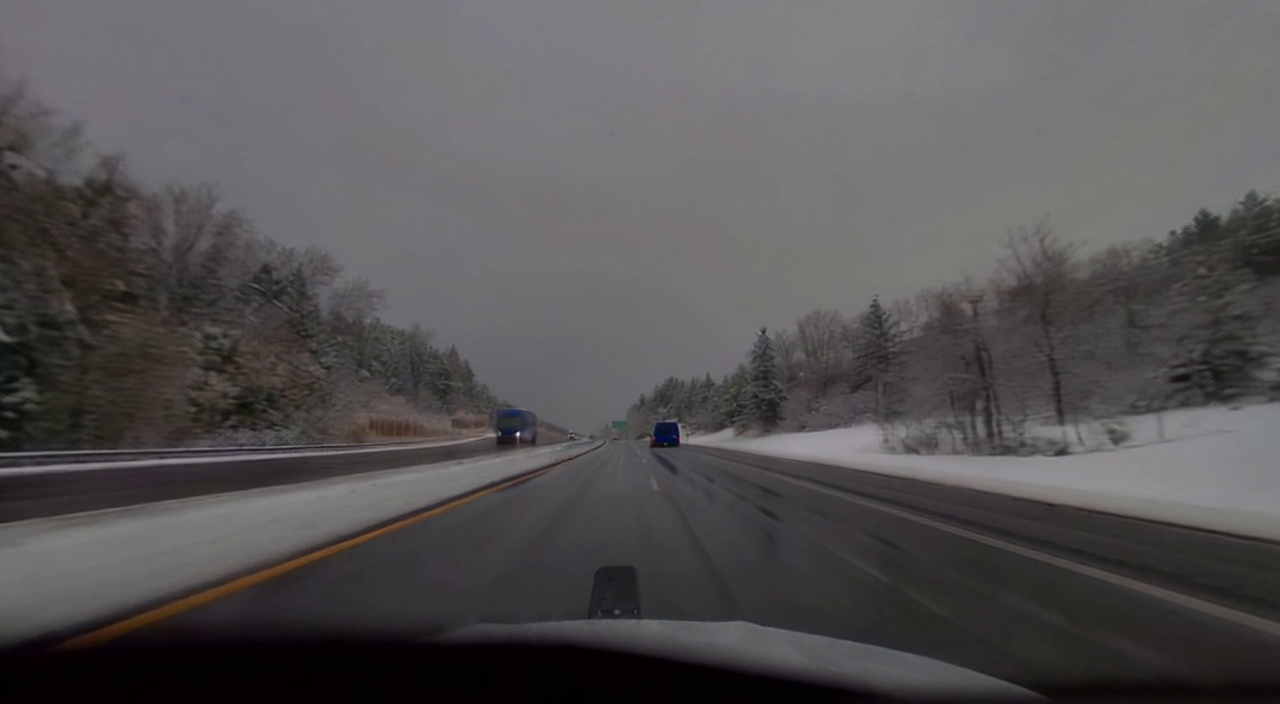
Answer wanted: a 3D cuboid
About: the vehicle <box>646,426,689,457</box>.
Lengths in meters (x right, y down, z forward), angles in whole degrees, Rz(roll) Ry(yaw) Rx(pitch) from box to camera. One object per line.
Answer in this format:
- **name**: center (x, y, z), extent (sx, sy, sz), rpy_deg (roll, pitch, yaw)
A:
- **vehicle**: center (1.607, 5.458, 38.552), extent (2.240, 1.801, 4.545), rpy_deg (0, -8, -2)
